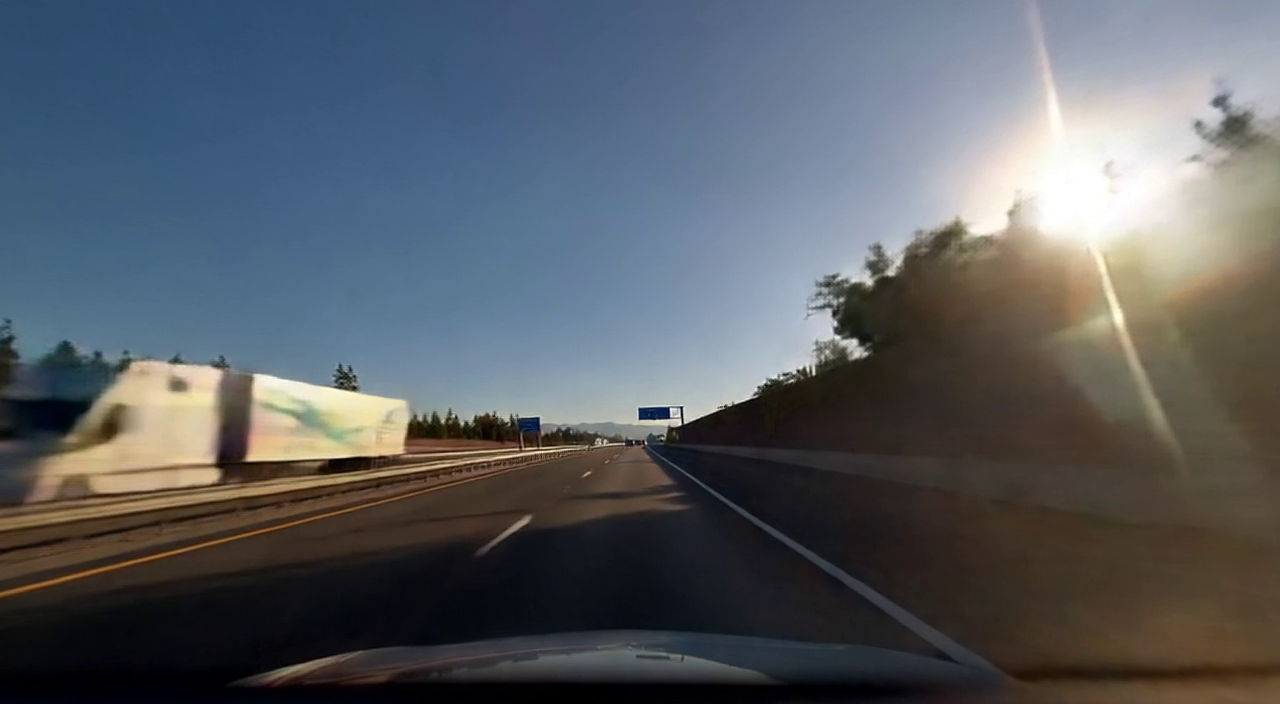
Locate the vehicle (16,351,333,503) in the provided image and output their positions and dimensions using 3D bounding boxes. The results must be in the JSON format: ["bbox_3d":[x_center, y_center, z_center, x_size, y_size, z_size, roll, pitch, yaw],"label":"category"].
[{"bbox_3d":[-14.666,2.674,21.651,2.992,3.959,10.297,0,-8,0],"label":"vehicle"}]
